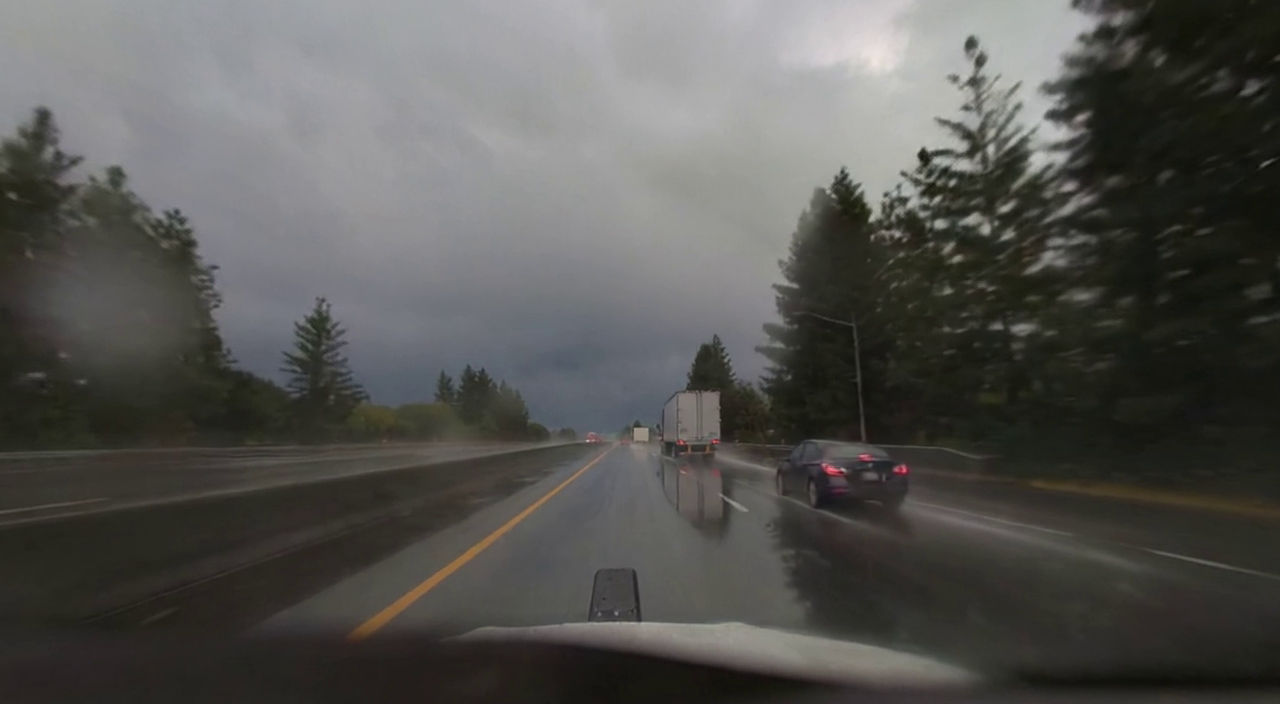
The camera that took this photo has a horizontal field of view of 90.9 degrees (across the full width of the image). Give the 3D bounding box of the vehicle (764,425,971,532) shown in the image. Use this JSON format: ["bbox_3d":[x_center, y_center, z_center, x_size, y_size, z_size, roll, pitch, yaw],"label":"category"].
[{"bbox_3d":[3.570,2.030,10.787,1.984,1.482,3.833,0,-8,-2],"label":"vehicle"}]

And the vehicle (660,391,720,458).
[{"bbox_3d":[3.199,5.108,43.569,2.911,3.994,10.840,0,-8,-2],"label":"vehicle"}]
